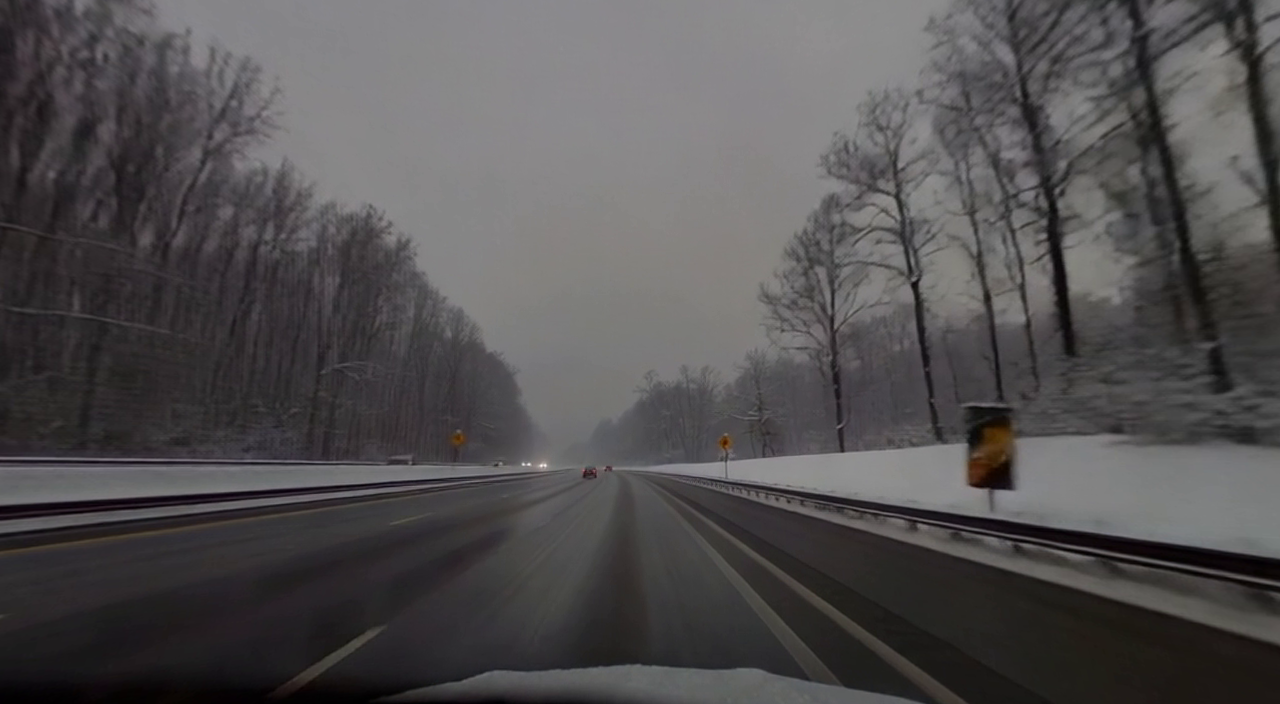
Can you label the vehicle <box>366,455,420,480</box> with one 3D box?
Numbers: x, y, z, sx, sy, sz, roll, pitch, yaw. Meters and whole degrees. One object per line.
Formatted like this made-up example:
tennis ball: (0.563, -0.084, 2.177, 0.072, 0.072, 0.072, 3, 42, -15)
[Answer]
vehicle: (-17.548, 8.243, 45.053, 2.041, 1.667, 4.698, 1, -10, -1)
